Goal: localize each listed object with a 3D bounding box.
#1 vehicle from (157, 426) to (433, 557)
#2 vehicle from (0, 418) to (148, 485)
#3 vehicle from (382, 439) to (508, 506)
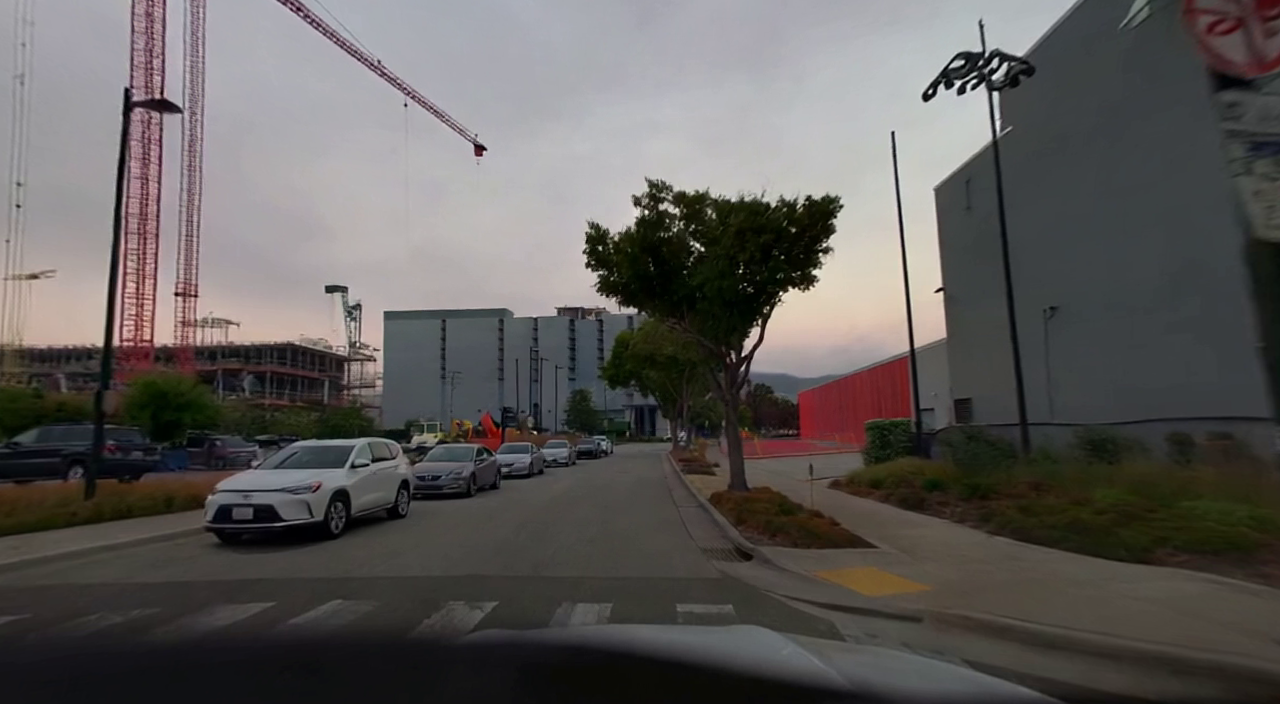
[{"bbox_3d":[-5.027,2.021,9.974,1.913,1.620,3.982,-1,-8,4],"label":"vehicle"},{"bbox_3d":[-18.764,3.112,19.913,5.220,1.906,2.069,-2,-8,13],"label":"vehicle"},{"bbox_3d":[-4.755,2.954,16.006,1.806,1.451,3.878,-1,-8,2],"label":"vehicle"}]
